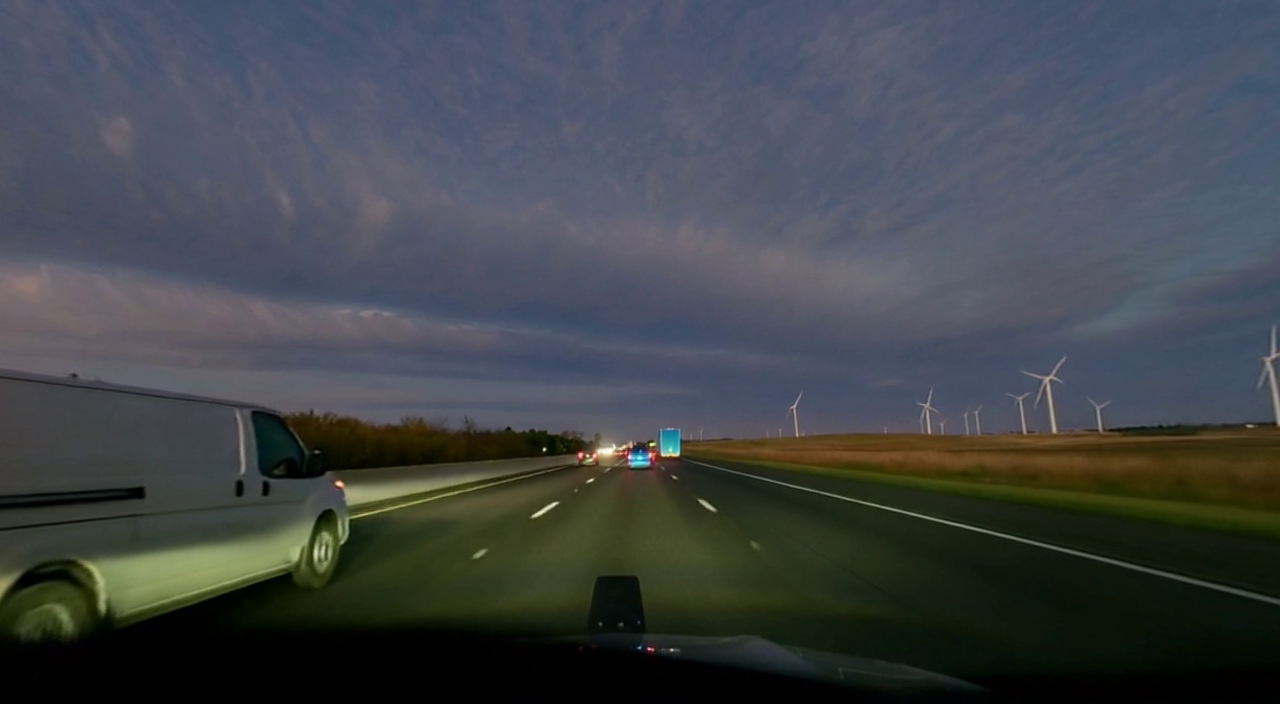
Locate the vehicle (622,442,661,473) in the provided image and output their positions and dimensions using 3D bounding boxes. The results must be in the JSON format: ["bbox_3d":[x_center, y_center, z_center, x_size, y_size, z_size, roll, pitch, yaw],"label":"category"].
[{"bbox_3d":[0.068,6.090,36.521,2.083,1.689,4.083,0,-9,0],"label":"vehicle"}]

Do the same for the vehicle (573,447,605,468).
[{"bbox_3d":[-3.747,7.841,46.999,1.984,1.491,4.341,0,-9,0],"label":"vehicle"}]

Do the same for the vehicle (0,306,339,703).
[{"bbox_3d":[-4.101,0.925,3.807,2.238,1.984,4.650,0,-9,0],"label":"vehicle"}]
